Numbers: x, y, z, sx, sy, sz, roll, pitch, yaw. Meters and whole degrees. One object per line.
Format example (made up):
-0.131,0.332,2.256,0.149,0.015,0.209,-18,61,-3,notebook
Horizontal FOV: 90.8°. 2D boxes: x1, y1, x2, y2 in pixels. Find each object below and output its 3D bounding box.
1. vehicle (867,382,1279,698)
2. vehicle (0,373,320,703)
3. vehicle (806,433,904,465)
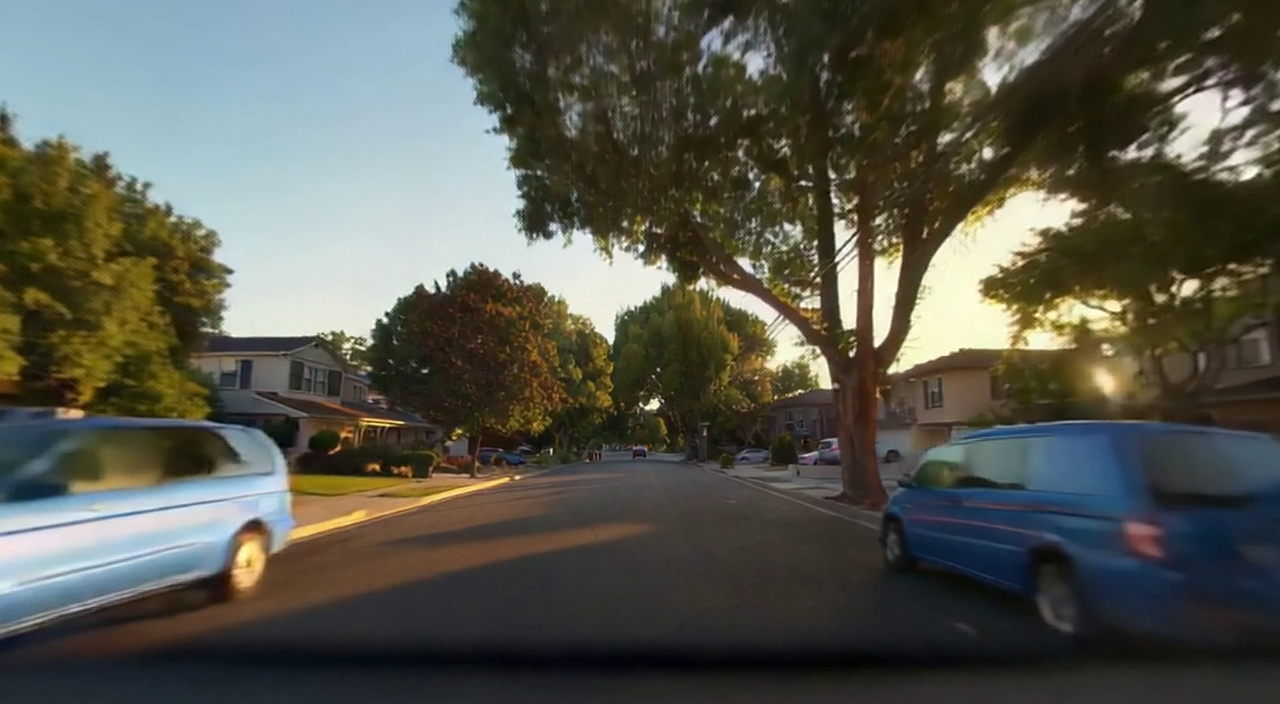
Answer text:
4.089,1.443,6.060,2.173,1.806,4.701,1,-9,2,vehicle
-4.276,1.145,4.095,2.157,1.736,4.104,-1,-9,1,vehicle
12.849,5.854,38.047,5.049,1.845,2.327,0,-9,0,vehicle
